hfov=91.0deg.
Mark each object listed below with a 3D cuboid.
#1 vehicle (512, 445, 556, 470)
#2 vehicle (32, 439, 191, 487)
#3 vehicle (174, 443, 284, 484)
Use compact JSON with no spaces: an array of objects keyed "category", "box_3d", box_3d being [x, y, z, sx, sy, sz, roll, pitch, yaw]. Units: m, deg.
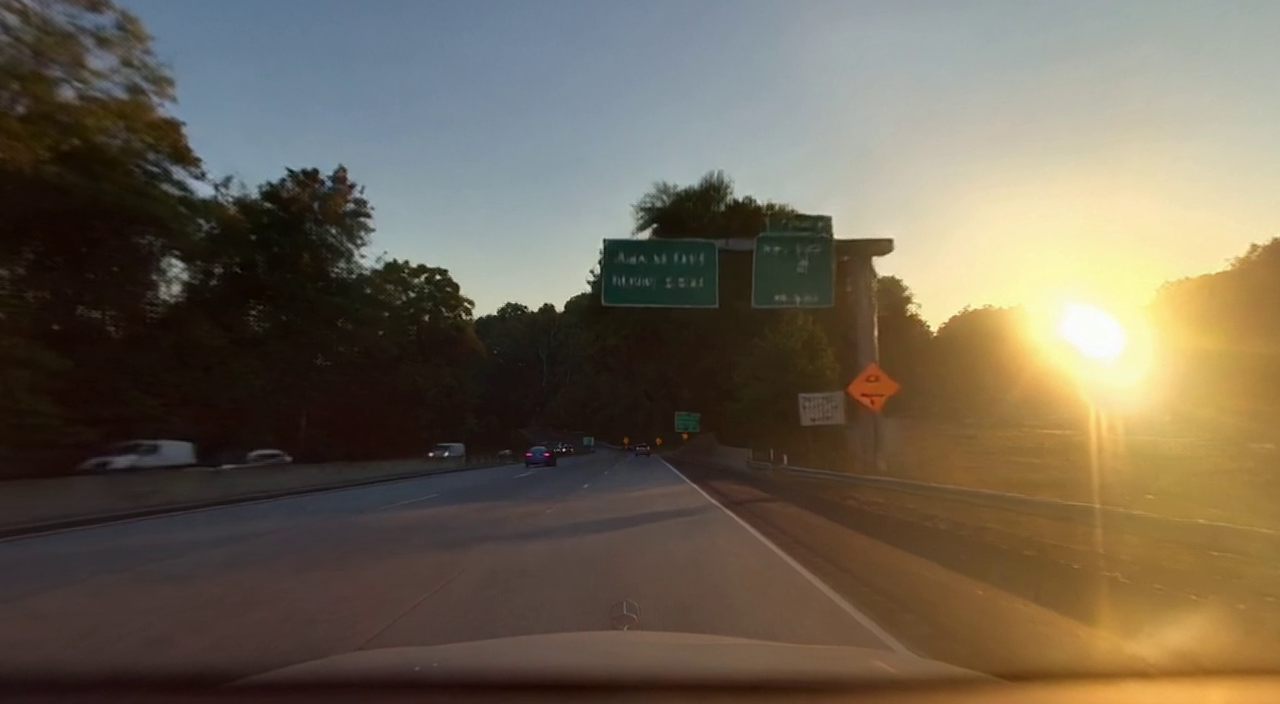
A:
[{"category":"vehicle","box_3d":[-7.079,7.110,42.571,2.094,1.579,4.655,0,-9,1]},{"category":"vehicle","box_3d":[-25.130,5.272,30.380,2.409,2.043,5.924,0,-9,1]},{"category":"vehicle","box_3d":[-17.961,4.875,27.801,1.915,1.629,4.208,0,-9,2]}]
